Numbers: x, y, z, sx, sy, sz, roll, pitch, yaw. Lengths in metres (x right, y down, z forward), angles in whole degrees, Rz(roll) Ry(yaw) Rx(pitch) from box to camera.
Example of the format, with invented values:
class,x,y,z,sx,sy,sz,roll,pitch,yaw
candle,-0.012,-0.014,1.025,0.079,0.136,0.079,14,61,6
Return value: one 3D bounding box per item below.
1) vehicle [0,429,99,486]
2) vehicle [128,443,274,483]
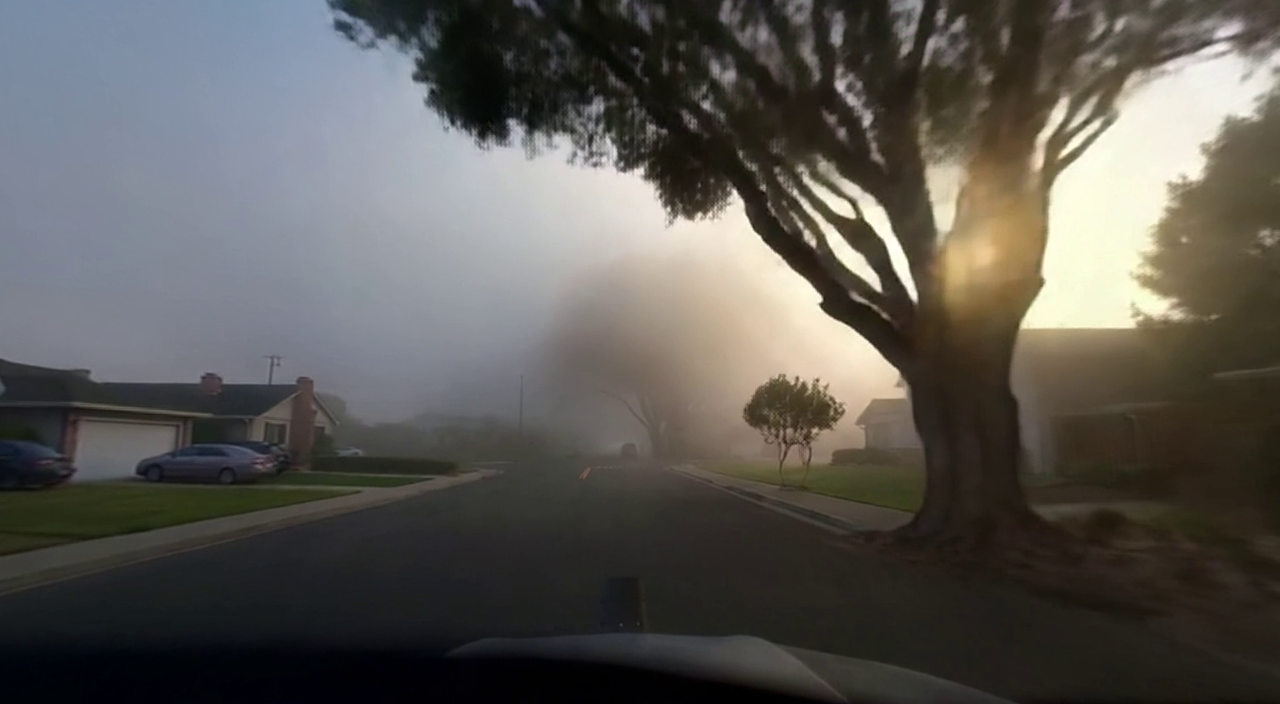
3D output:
class,x,y,z,sx,sy,sz,roll,pitch,yaw
vehicle,-21.285,3.523,21.087,4.359,1.789,2.123,0,-9,-3
vehicle,-17.656,4.477,25.609,4.307,1.508,2.072,0,-9,-2
